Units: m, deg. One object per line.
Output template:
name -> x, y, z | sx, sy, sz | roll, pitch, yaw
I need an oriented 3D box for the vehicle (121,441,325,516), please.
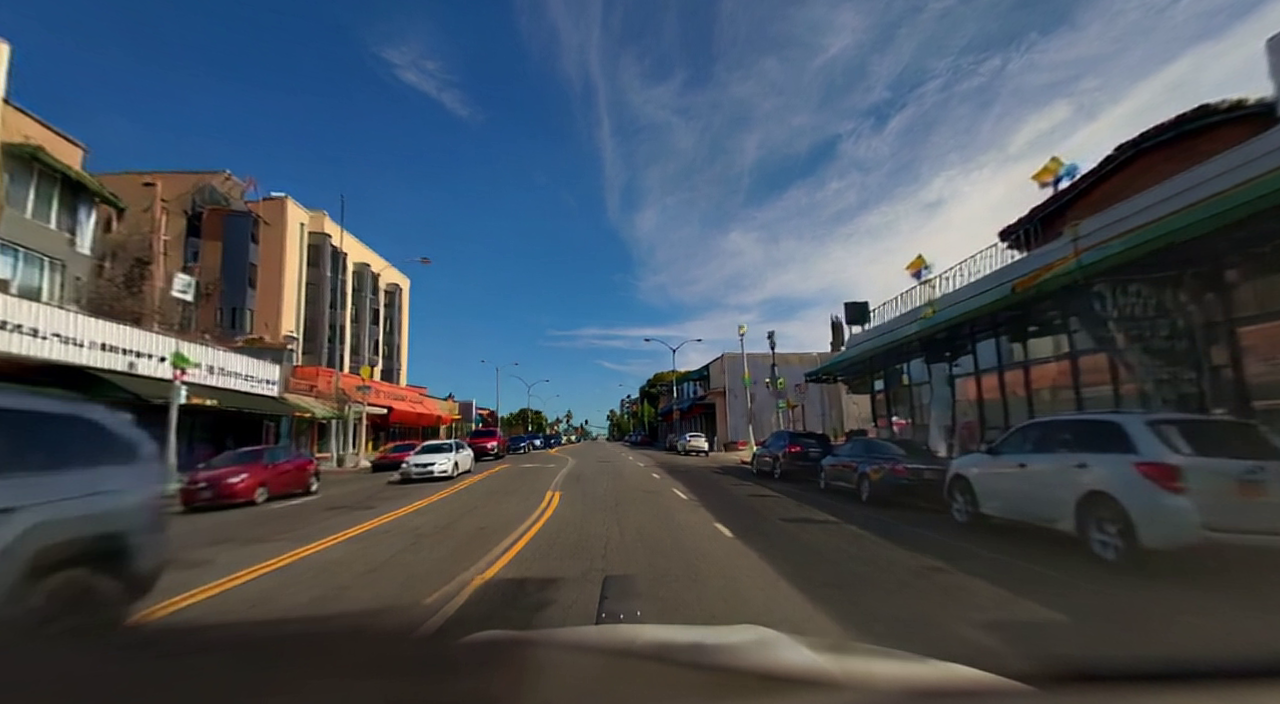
vehicle -> -9.672, 2.923, 15.226 | 2.012, 1.514, 4.450 | 0, -8, -3

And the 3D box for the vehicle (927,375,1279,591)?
vehicle -> 5.888, 1.515, 8.153 | 1.945, 1.931, 4.778 | 0, -8, -2

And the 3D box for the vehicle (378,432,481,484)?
vehicle -> -6.668, 3.400, 20.538 | 2.095, 1.493, 4.216 | 0, -8, -3

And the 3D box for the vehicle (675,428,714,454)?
vehicle -> 3.499, 5.830, 41.358 | 1.957, 1.572, 4.418 | 0, -8, -3

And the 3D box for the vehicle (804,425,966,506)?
vehicle -> 5.390, 2.540, 14.604 | 1.915, 1.569, 4.117 | 0, -8, -3

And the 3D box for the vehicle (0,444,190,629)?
vehicle -> -6.070, 1.501, 5.123 | 1.803, 1.472, 4.164 | 0, -8, -1

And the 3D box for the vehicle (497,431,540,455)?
vehicle -> -7.808, 5.941, 41.142 | 2.052, 1.481, 4.248 | 0, -8, -1

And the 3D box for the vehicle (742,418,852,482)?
vehicle -> 4.906, 3.192, 20.700 | 2.059, 1.804, 5.182 | 0, -8, -3

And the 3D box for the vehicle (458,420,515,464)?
vehicle -> -7.430, 4.436, 31.107 | 1.937, 1.944, 4.640 | 0, -8, -4
